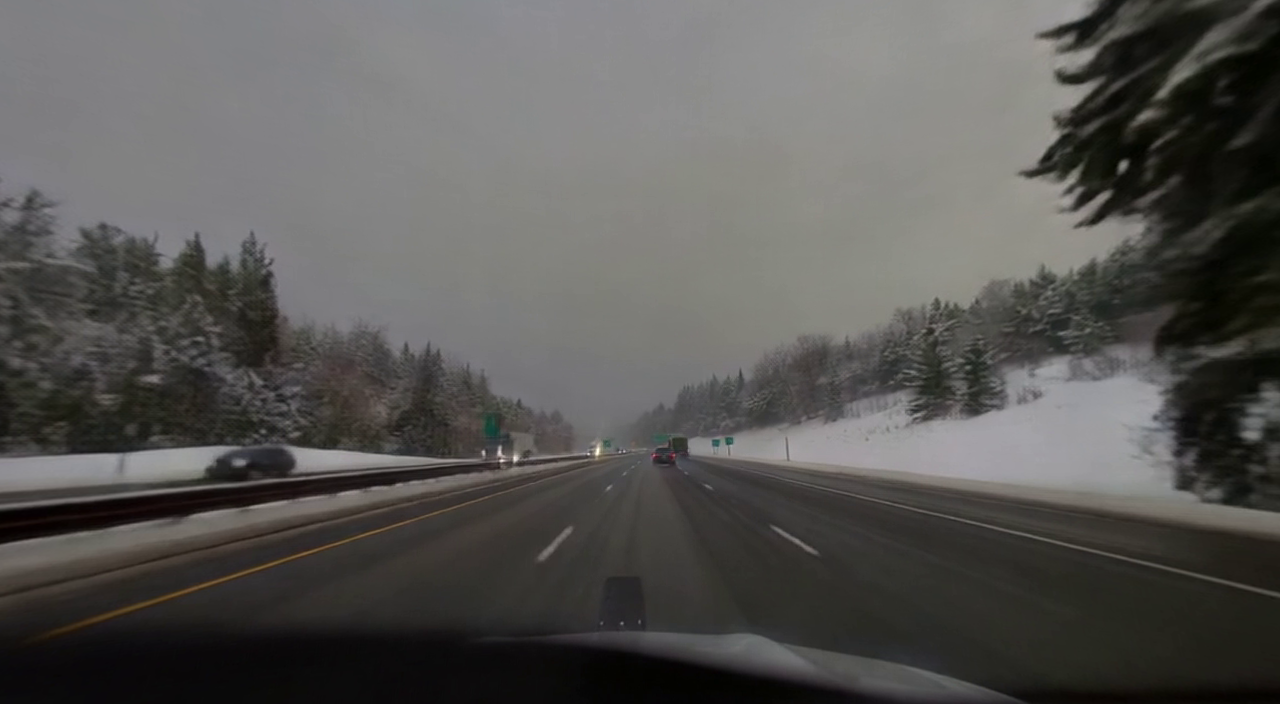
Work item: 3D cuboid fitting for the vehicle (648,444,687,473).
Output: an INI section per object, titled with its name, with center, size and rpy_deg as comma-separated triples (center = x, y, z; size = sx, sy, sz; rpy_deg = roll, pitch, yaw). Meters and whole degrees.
[vehicle]
center = 1.638, 6.583, 39.028
size = 2.231, 1.652, 4.503
rpy_deg = 0, -9, 1
